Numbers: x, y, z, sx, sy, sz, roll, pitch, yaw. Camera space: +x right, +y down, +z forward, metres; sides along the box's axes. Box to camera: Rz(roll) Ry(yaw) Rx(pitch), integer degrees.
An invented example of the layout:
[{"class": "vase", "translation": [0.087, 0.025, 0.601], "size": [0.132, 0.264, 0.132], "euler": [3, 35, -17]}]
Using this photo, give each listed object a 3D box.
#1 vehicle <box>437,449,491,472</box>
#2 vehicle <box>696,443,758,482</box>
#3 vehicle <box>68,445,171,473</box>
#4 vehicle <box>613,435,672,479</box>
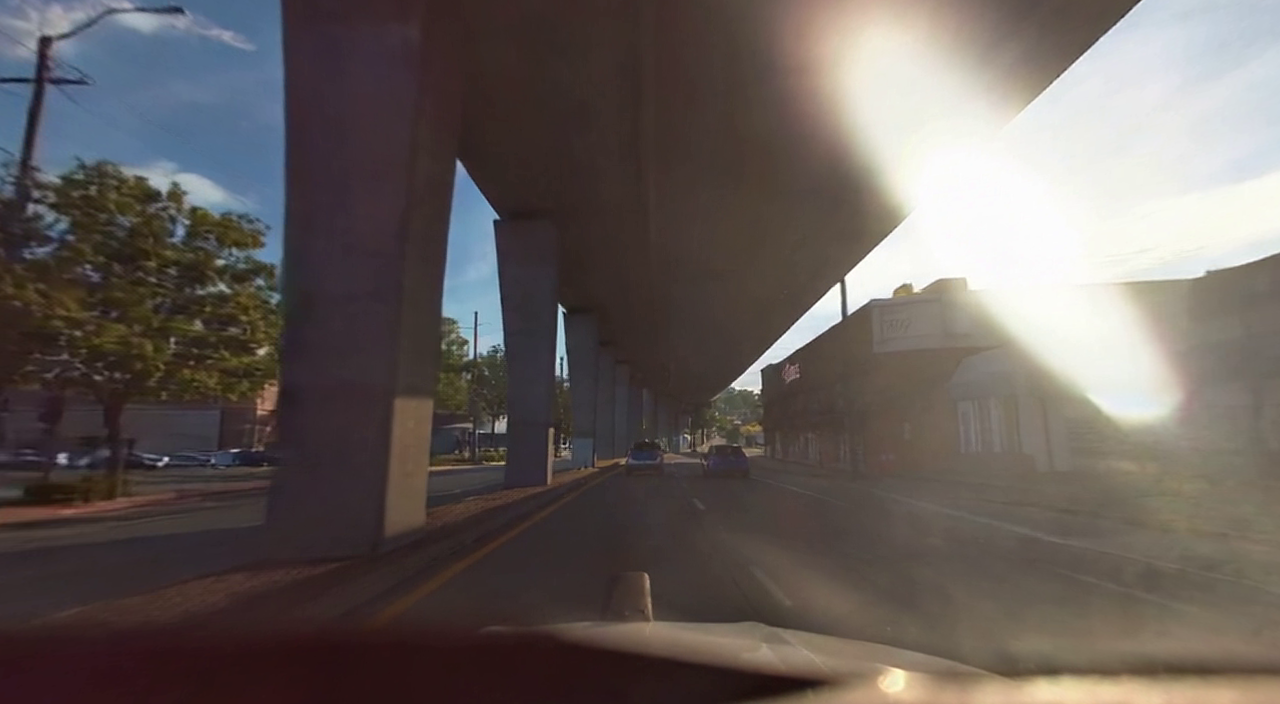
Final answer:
[{"class": "vehicle", "translation": [-12.548, 7.743, 45.225], "size": [1.995, 1.472, 4.704], "euler": [-1, -9, 8]}, {"class": "vehicle", "translation": [3.556, 4.594, 26.568], "size": [1.954, 1.479, 4.557], "euler": [0, -9, 0]}, {"class": "vehicle", "translation": [-33.612, 6.910, 40.836], "size": [4.540, 1.717, 2.066], "euler": [2, -9, -13]}, {"class": "vehicle", "translation": [0.168, 4.713, 28.465], "size": [2.441, 1.813, 4.581], "euler": [0, -9, 1]}]
